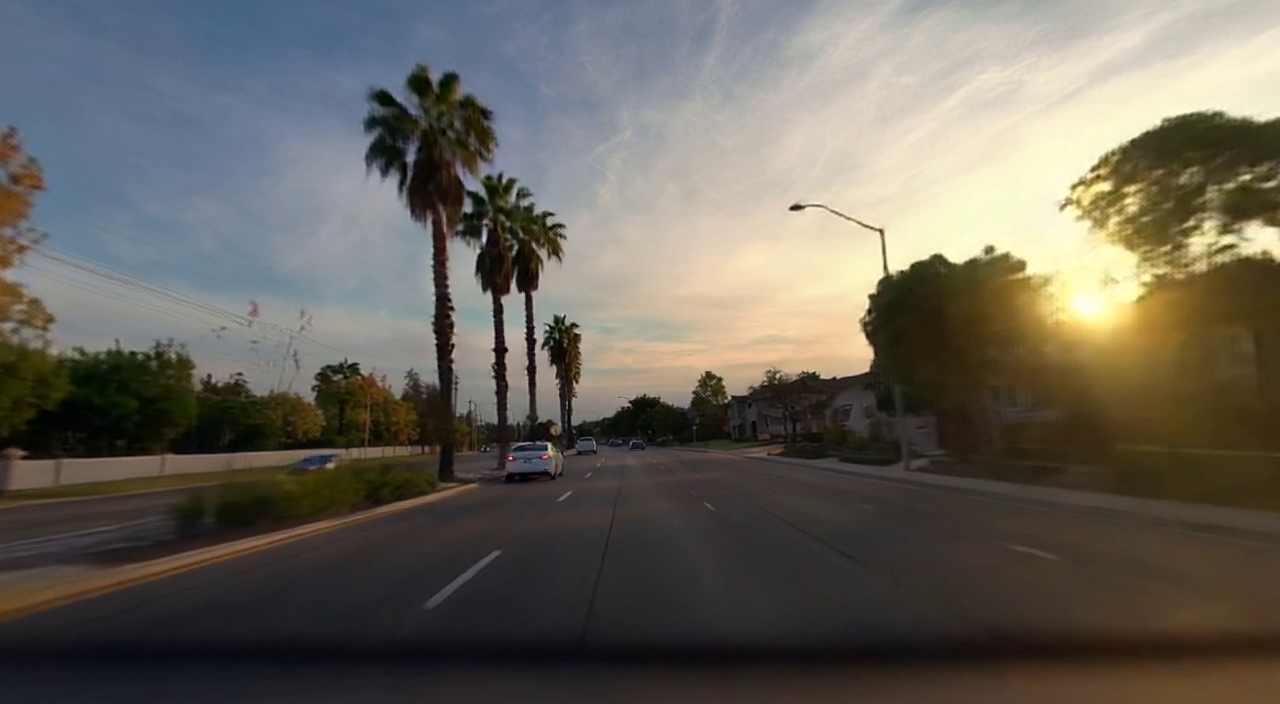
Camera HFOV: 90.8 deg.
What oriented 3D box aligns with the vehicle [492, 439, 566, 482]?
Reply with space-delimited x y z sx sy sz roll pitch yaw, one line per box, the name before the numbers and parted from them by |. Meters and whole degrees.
vehicle | -4.153 4.142 24.455 2.108 1.475 4.555 0 -8 -1
